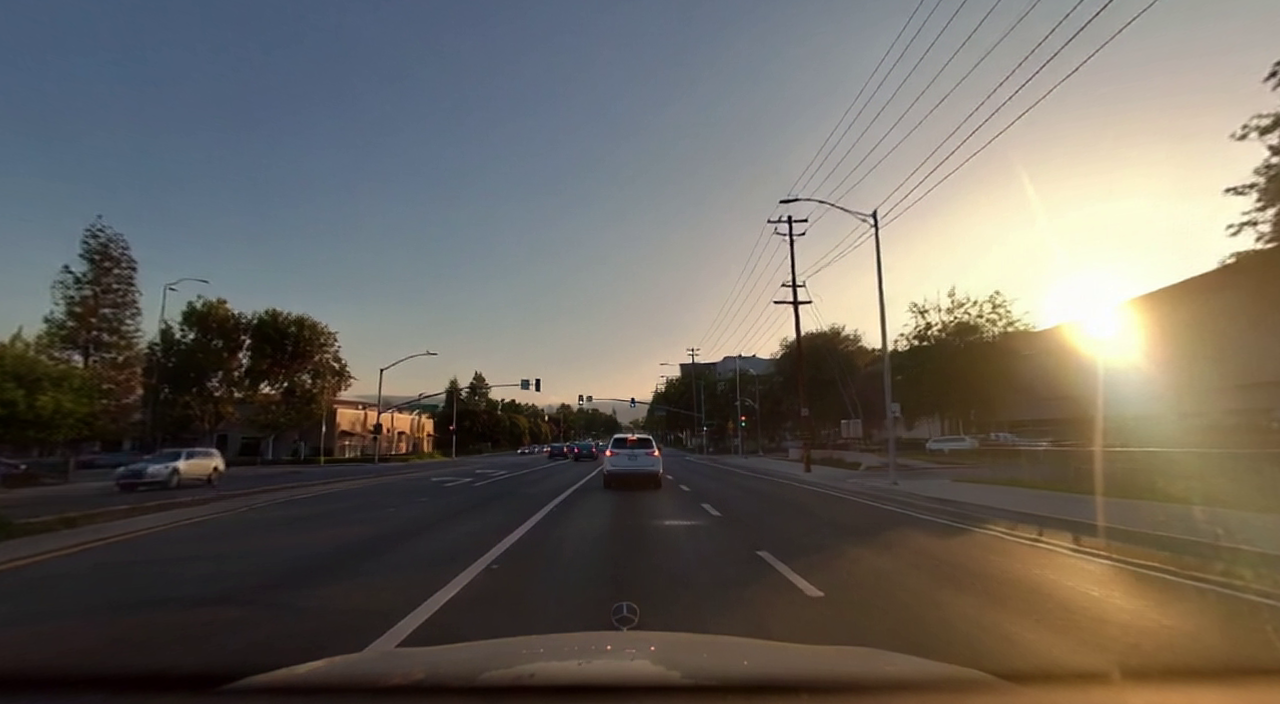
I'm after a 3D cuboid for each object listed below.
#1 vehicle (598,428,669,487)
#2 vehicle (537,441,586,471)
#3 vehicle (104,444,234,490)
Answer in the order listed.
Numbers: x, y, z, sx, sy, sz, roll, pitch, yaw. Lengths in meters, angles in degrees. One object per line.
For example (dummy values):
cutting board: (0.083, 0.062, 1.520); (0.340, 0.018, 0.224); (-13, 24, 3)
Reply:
vehicle: (-0.238, 3.556, 21.483); (2.188, 1.782, 3.982); (0, -8, -1)
vehicle: (-4.054, 5.458, 33.338); (2.075, 1.474, 4.367); (0, -8, -1)
vehicle: (-19.281, 4.683, 26.162); (1.945, 1.700, 4.465); (0, -8, 0)
